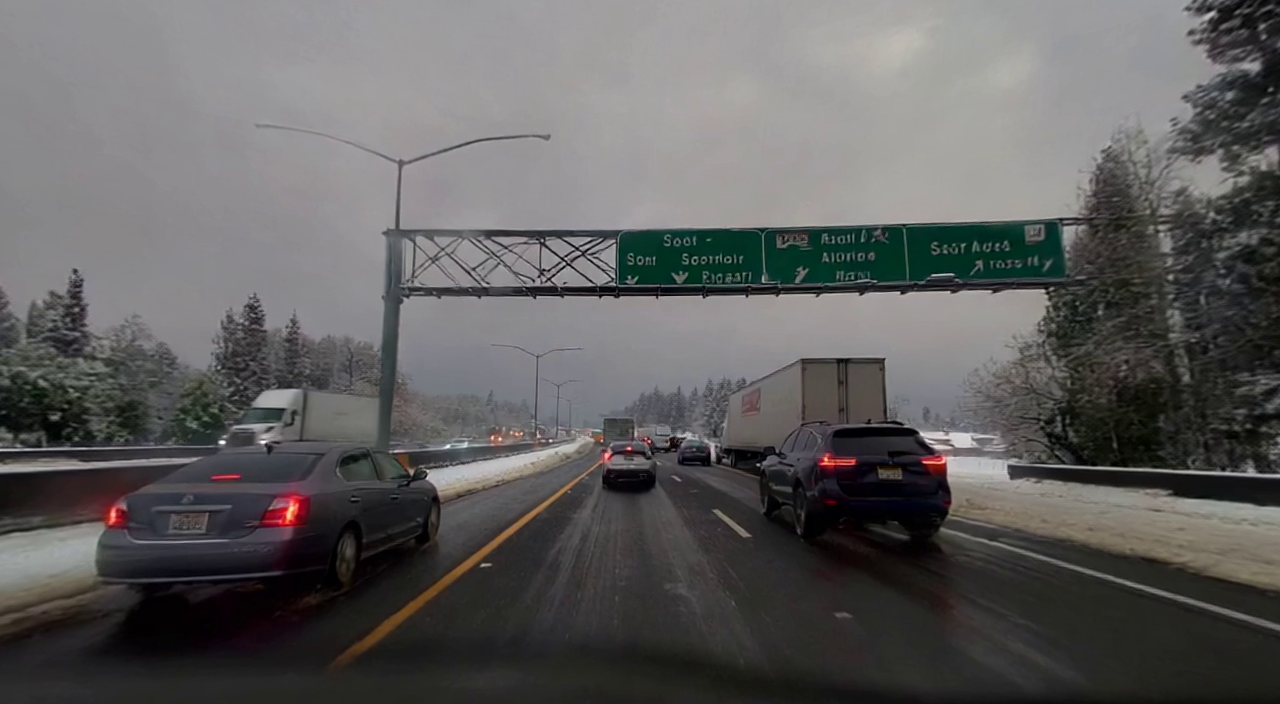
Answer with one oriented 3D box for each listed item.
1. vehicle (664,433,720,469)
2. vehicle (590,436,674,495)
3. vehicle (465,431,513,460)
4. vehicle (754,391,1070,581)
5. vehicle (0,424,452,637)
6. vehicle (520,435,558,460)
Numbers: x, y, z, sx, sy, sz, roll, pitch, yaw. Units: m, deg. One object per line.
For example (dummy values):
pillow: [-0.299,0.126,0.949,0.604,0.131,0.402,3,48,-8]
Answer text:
vehicle: [2.795,5.527,35.290,2.476,1.843,5.652,0,-8,-2]
vehicle: [-0.247,3.167,18.022,2.136,1.470,3.971,0,-8,-1]
vehicle: [-9.907,6.216,41.748,2.131,1.792,4.757,0,-8,-2]
vehicle: [3.111,1.653,8.565,2.173,1.870,4.499,0,-8,-1]
vehicle: [-3.631,1.534,6.532,1.998,1.423,4.436,0,-8,0]
vehicle: [-6.961,6.627,43.804,2.018,1.675,4.281,0,-8,-2]
